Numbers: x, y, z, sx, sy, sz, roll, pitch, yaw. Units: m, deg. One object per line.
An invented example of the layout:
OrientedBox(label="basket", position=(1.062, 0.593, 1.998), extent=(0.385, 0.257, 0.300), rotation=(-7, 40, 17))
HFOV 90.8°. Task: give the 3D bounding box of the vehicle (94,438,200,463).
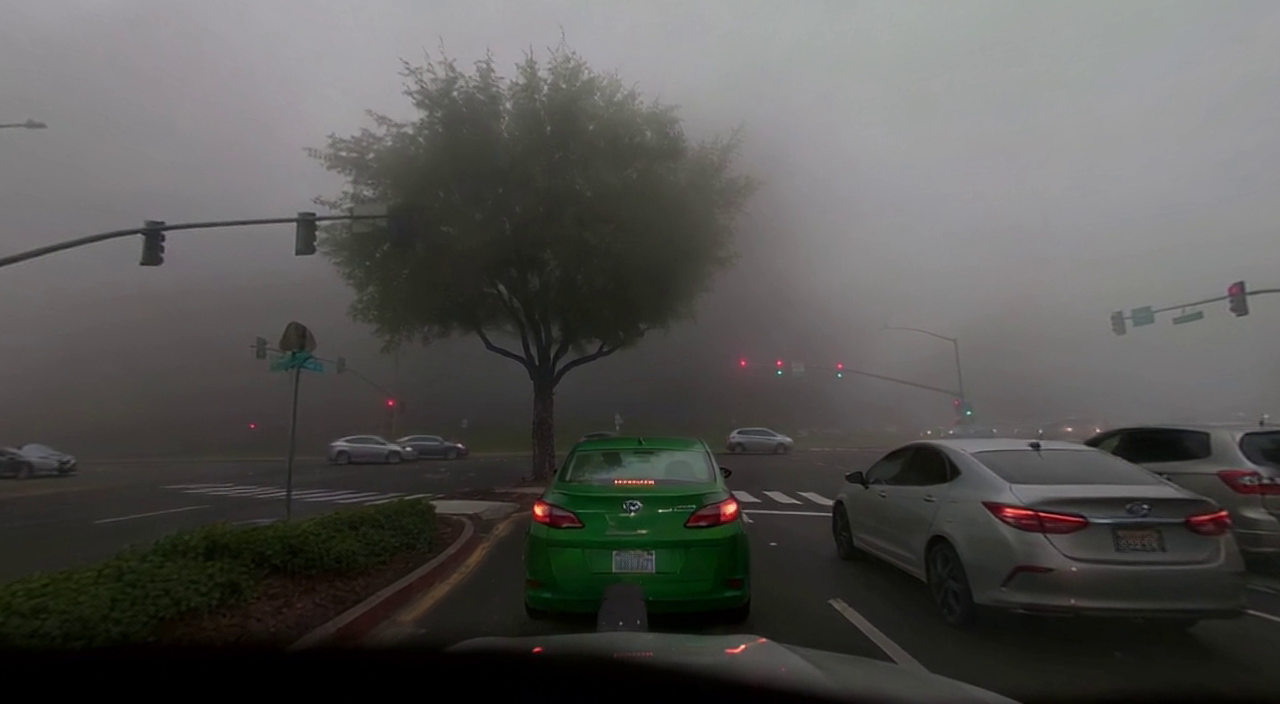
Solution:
OrientedBox(label="vehicle", position=(-29.280, 5.853, 37.589), extent=(4.828, 1.467, 1.963), rotation=(-1, -9, 6))

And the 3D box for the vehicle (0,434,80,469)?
OrientedBox(label="vehicle", position=(-30.485, 4.877, 30.951), extent=(4.517, 1.637, 1.935), rotation=(-1, -9, 7))

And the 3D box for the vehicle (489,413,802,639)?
OrientedBox(label="vehicle", position=(0.039, 1.450, 6.263), extent=(2.026, 1.458, 4.175), rotation=(0, -9, 0))

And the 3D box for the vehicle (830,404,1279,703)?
OrientedBox(label="vehicle", position=(3.097, 1.293, 4.950), extent=(1.861, 1.479, 4.371), rotation=(0, -8, 0))

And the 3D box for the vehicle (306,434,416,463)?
OrientedBox(label="vehicle", position=(-14.651, 5.094, 33.404), extent=(4.869, 1.502, 1.979), rotation=(0, -9, -1))

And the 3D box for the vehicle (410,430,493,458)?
OrientedBox(label="vehicle", position=(-11.330, 5.599, 38.299), extent=(4.526, 1.649, 1.920), rotation=(1, -9, -10))
